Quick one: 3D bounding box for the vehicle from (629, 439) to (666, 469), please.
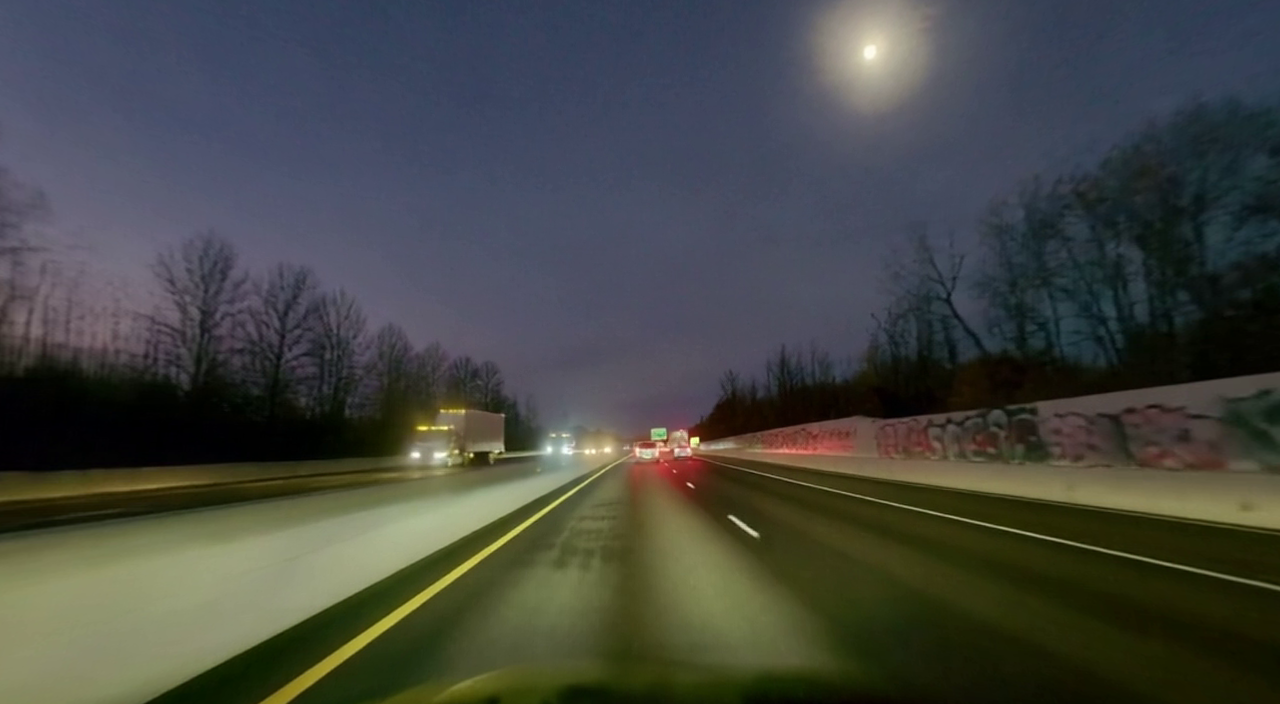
[{"bbox_3d":[0.400,6.175,37.967,2.095,1.671,4.219,0,-9,-1],"label":"vehicle"}]

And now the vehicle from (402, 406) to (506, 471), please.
[{"bbox_3d":[-13.365,6.573,46.953,3.286,4.083,14.078,-1,-9,1],"label":"vehicle"}]
